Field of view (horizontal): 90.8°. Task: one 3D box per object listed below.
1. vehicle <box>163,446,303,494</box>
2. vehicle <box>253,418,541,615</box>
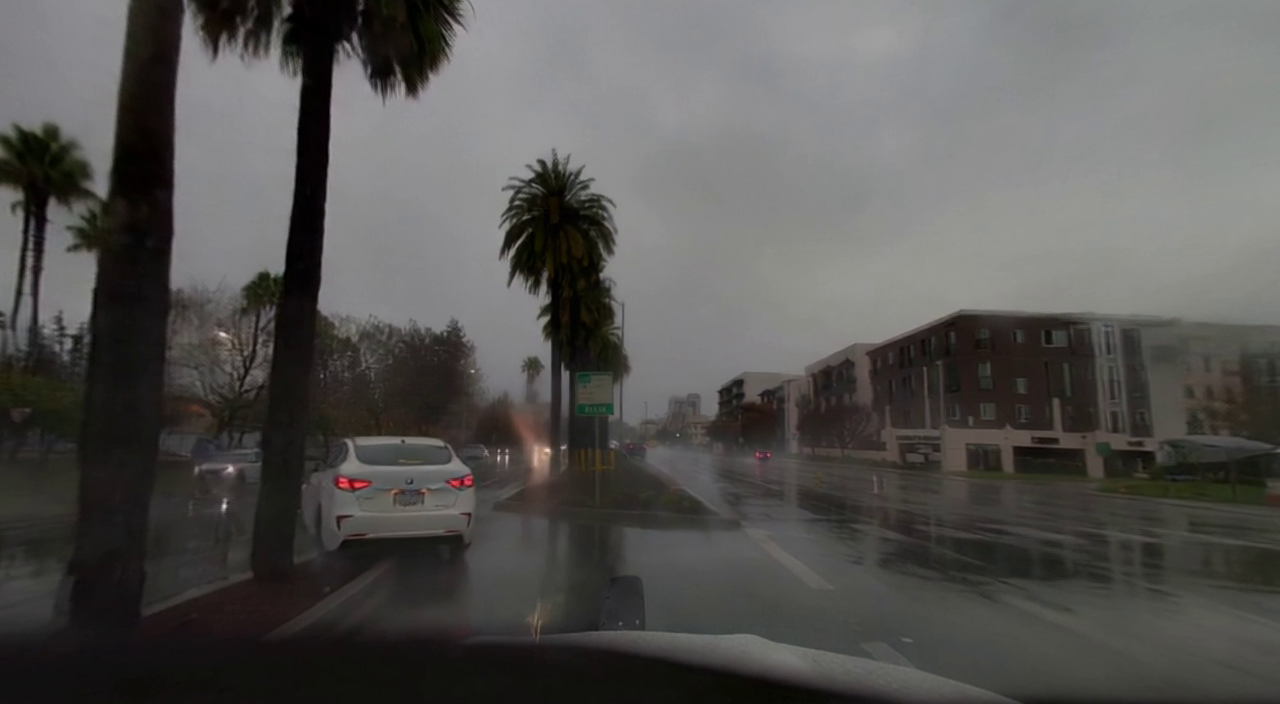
[{"bbox_3d":[-13.876,4.001,21.964,2.099,1.464,4.615,1,-8,-5],"label":"vehicle"},{"bbox_3d":[-3.023,1.590,7.194,1.986,1.473,4.382,6,-10,-34],"label":"vehicle"}]
